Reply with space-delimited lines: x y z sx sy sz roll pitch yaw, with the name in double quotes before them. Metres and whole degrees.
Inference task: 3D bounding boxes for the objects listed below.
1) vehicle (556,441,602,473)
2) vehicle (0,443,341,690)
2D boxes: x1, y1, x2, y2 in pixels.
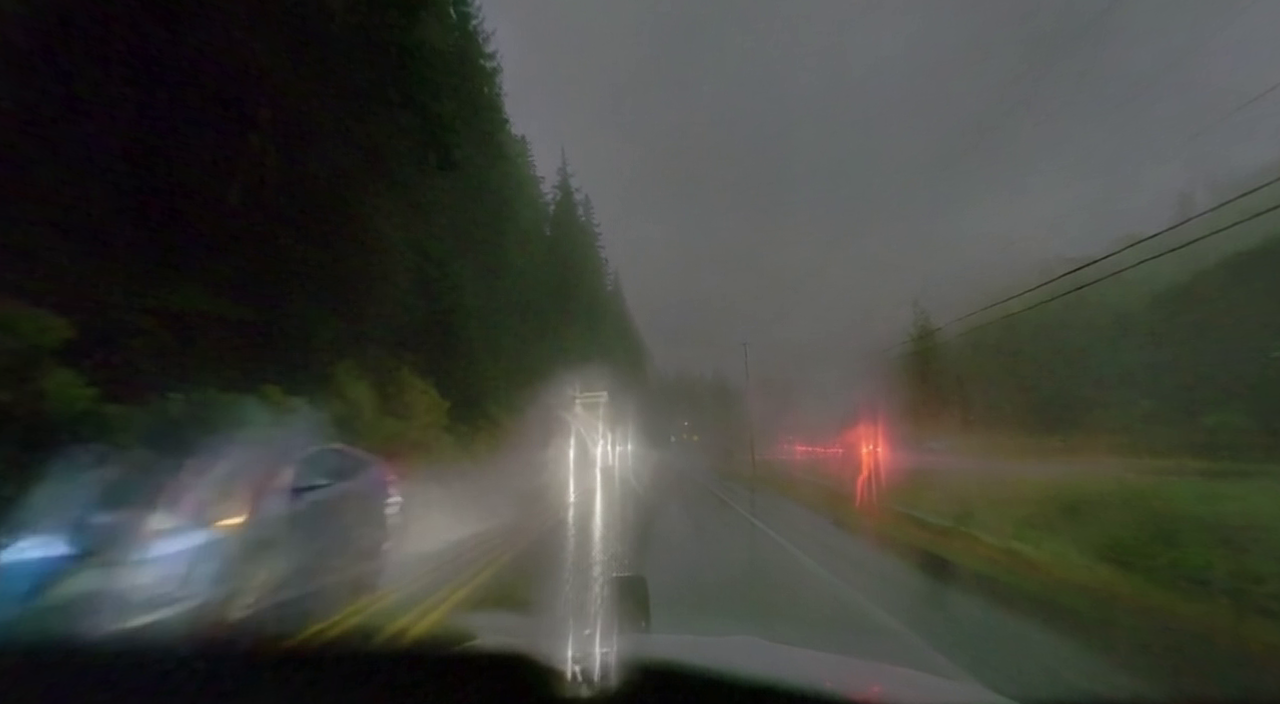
"vehicle" -3.446 6.068 36.717 2.007 1.726 5.097 0 -9 2
"vehicle" -4.624 1.588 5.757 1.816 1.473 3.689 -1 -9 3
